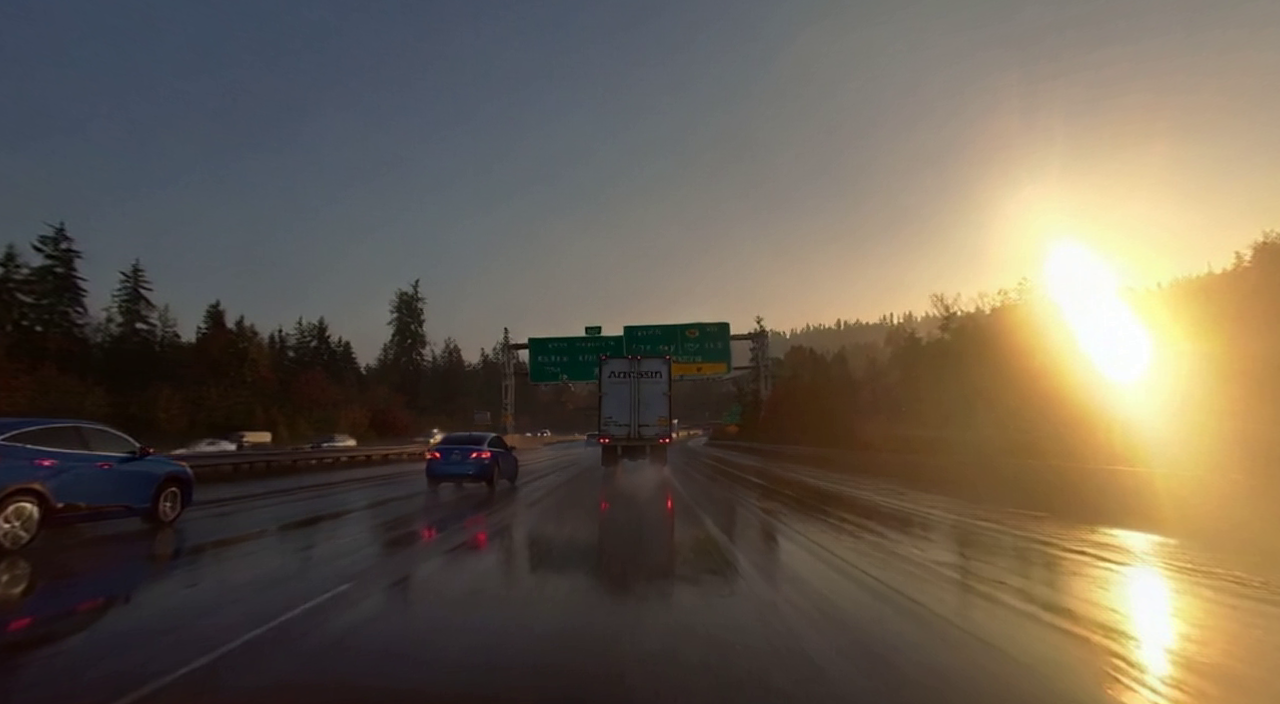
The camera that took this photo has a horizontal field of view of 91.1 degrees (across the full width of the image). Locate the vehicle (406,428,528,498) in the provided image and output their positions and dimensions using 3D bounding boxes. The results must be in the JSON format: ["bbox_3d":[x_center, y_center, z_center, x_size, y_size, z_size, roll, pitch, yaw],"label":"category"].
[{"bbox_3d":[-4.098,2.680,15.594,1.933,1.492,3.838,0,-8,0],"label":"vehicle"}]

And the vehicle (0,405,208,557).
[{"bbox_3d":[-8.041,1.590,8.139,1.990,1.654,4.129,0,-8,-1],"label":"vehicle"}]

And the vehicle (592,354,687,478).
[{"bbox_3d":[-0.109,2.818,26.201,3.118,4.106,10.719,0,-8,-1],"label":"vehicle"}]
